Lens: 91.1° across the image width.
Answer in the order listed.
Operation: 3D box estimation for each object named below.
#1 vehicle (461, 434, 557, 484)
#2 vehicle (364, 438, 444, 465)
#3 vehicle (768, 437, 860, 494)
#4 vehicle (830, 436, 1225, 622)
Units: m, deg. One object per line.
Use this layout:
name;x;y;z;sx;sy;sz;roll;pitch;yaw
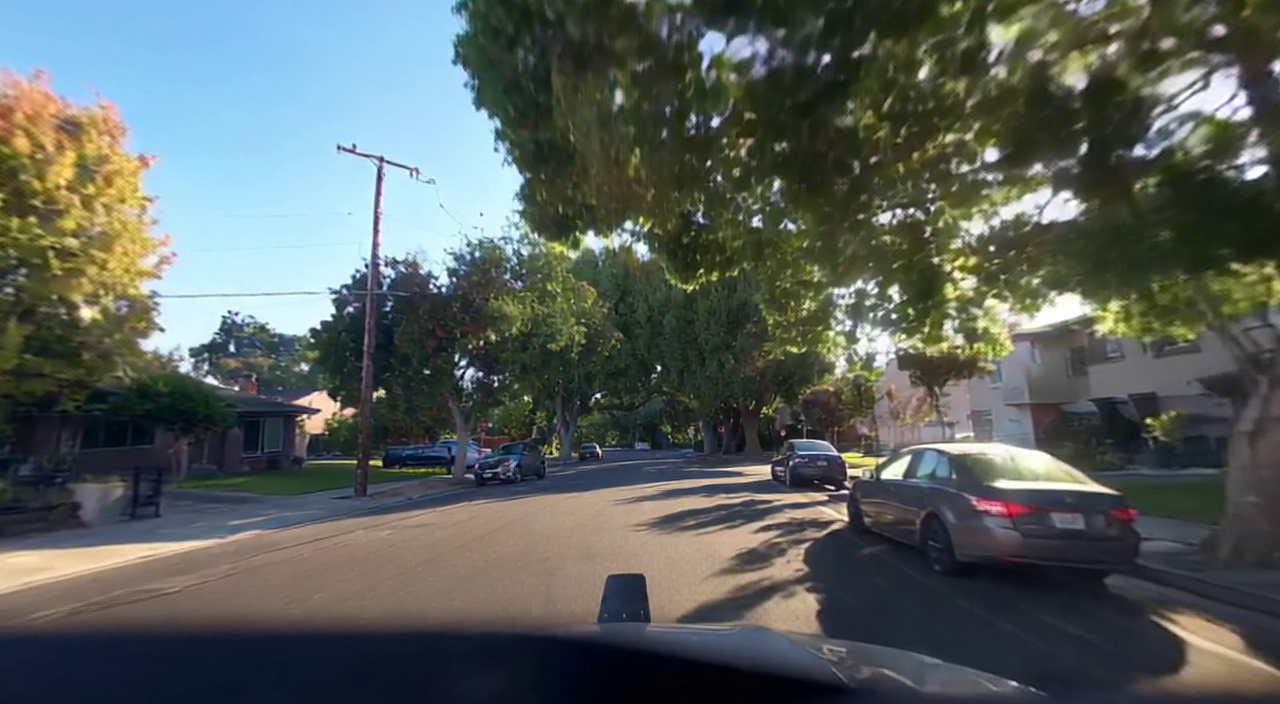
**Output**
vehicle;-4.612;3.917;22.864;1.943;1.433;4.717;-7;-11;6
vehicle;-16.834;7.111;44.978;4.879;1.867;2.234;1;-8;-4
vehicle;5.010;3.277;18.711;1.931;1.395;4.793;0;-7;7
vehicle;3.797;1.727;7.466;2.088;1.429;4.796;-1;-8;7
